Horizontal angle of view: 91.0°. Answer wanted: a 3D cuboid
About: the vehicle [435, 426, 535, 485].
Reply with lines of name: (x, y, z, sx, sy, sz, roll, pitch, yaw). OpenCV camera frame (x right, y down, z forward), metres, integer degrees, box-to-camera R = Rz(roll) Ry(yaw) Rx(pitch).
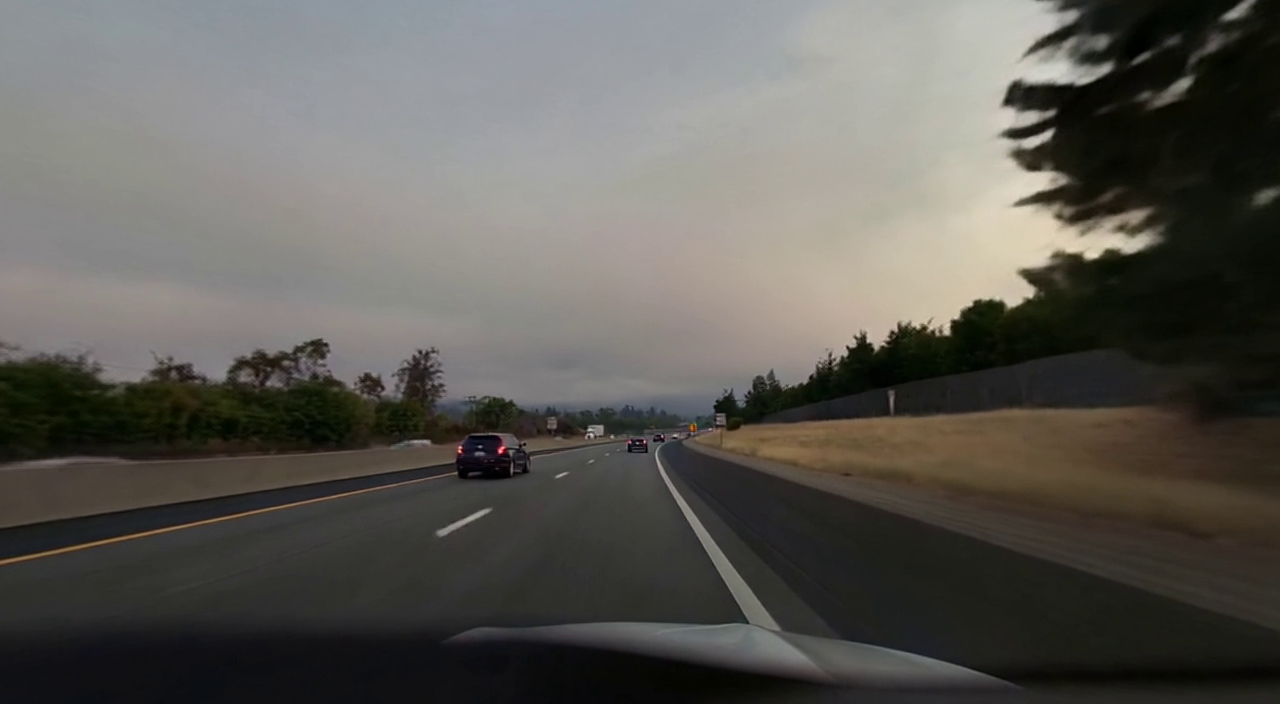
vehicle: (-4.795, 3.264, 20.206, 2.075, 1.653, 4.317, 0, -8, 0)

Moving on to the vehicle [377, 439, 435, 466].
vehicle: (-13.415, 5.756, 36.364, 1.843, 1.442, 3.840, -1, -8, 1)

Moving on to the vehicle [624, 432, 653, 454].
vehicle: (-0.108, 7.029, 48.553, 2.146, 1.636, 4.026, 0, -8, -1)
